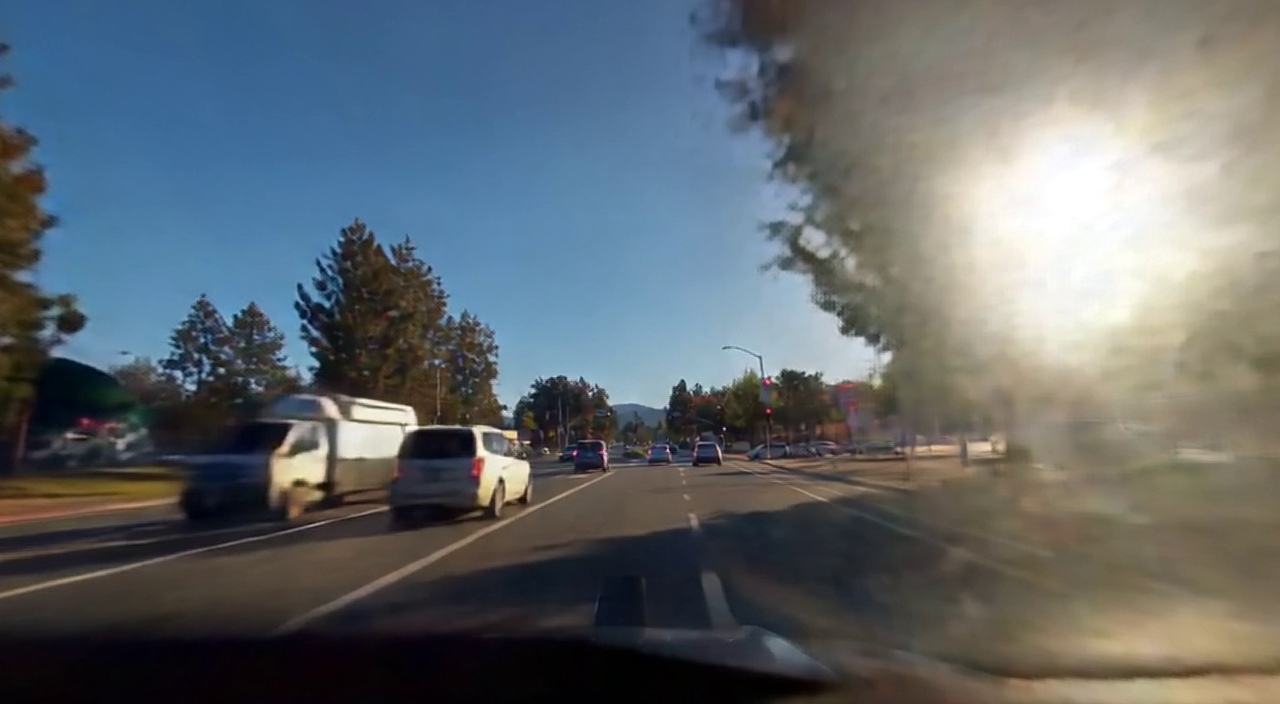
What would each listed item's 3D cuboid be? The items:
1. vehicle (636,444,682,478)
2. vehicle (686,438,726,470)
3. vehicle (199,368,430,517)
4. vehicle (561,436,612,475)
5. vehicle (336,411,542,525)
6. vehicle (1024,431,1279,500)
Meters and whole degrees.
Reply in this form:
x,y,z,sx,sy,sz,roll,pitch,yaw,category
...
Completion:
x,y,z,sx,sy,sz,roll,pitch,yaw,category
0.812,4.864,28.471,1.917,1.418,3.987,0,-9,0,vehicle
3.802,5.963,37.122,2.046,1.768,4.370,0,-9,2,vehicle
-7.458,2.222,15.542,2.251,2.944,5.835,-1,-9,3,vehicle
-2.606,5.219,32.045,2.092,1.779,4.468,0,-9,1,vehicle
-3.853,2.390,13.612,2.298,1.905,5.777,-1,-9,3,vehicle
18.349,3.801,22.881,2.618,1.565,11.353,-3,-6,4,vehicle
